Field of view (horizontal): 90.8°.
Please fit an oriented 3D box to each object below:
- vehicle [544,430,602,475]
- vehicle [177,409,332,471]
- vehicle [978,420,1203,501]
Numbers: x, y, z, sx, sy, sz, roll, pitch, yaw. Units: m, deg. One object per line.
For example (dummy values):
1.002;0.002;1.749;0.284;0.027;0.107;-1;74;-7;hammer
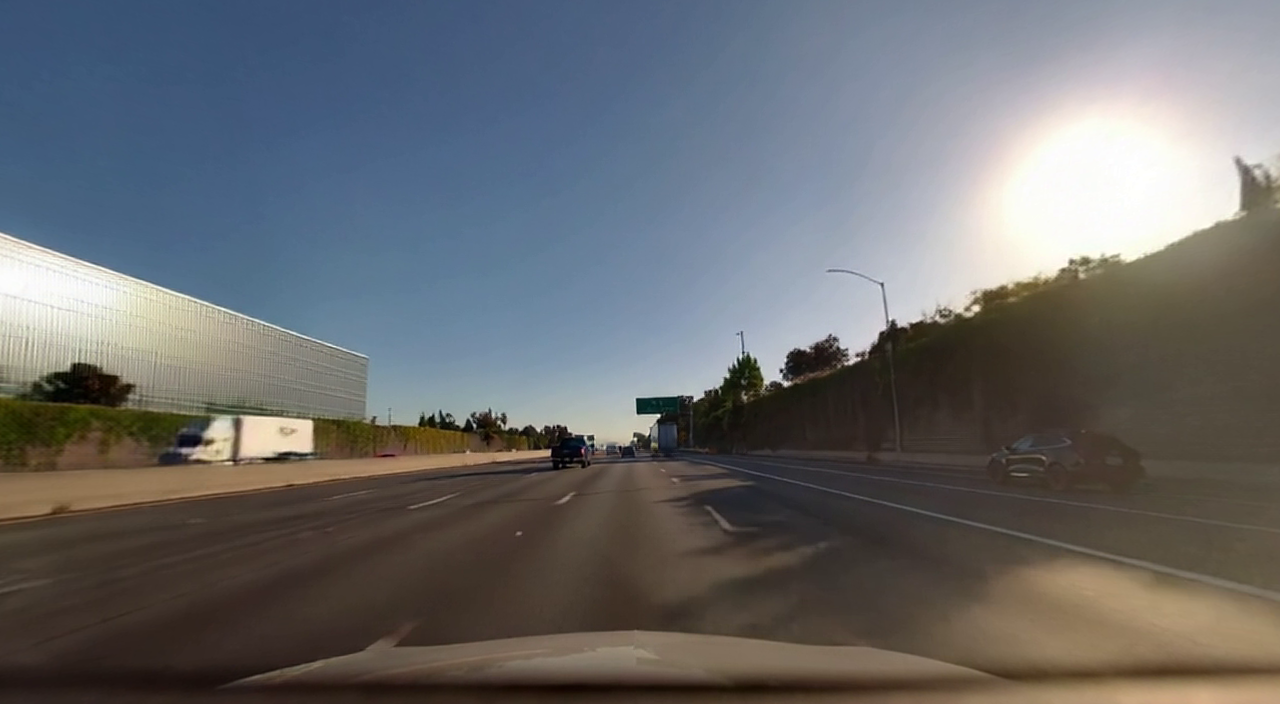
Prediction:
-3.243;5.074;31.896;2.284;2.022;5.752;0;-9;0;vehicle
-26.907;6.399;45.444;3.000;3.767;13.120;0;-9;0;vehicle
11.441;2.826;16.688;2.089;1.787;5.080;0;-9;-1;vehicle
